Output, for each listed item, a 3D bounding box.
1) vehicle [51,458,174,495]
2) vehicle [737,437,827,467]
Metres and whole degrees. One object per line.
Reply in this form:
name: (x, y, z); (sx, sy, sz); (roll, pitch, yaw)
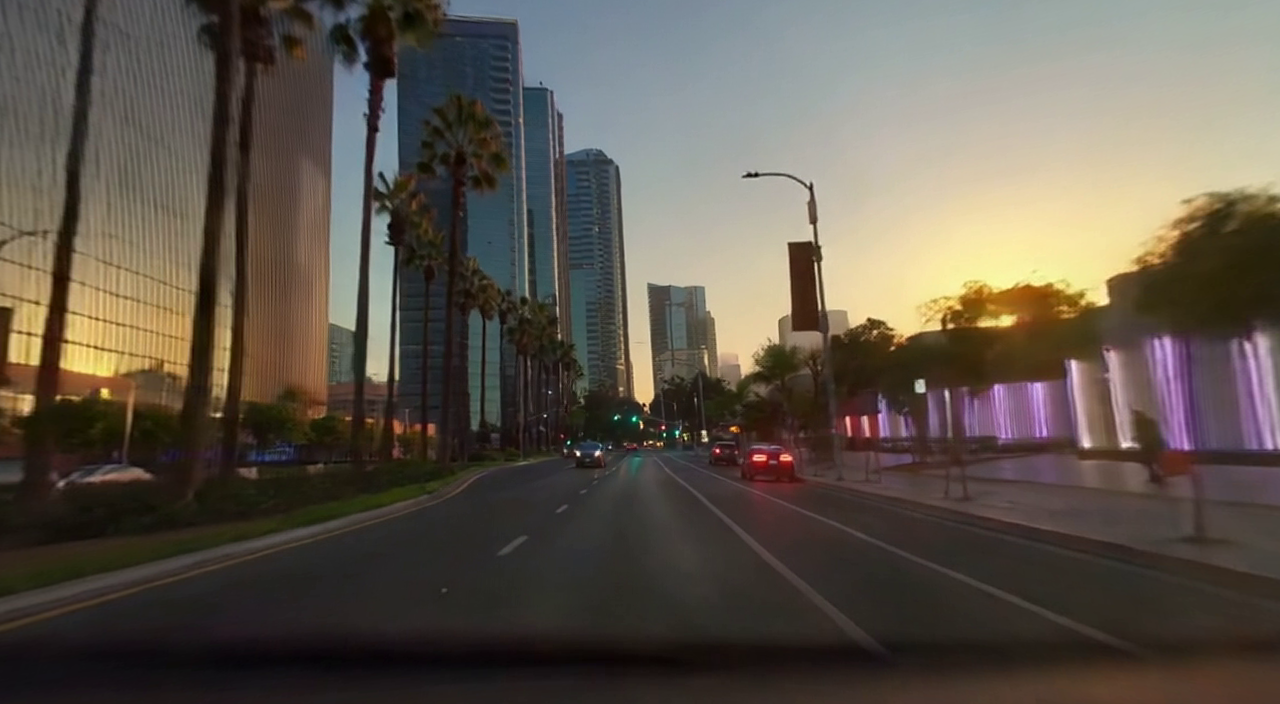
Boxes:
vehicle: (-23.940, 5.645, 28.936); (1.751, 1.424, 4.506); (0, -9, 0)
vehicle: (8.555, 6.064, 38.377); (4.871, 1.708, 2.144); (0, -9, -1)
